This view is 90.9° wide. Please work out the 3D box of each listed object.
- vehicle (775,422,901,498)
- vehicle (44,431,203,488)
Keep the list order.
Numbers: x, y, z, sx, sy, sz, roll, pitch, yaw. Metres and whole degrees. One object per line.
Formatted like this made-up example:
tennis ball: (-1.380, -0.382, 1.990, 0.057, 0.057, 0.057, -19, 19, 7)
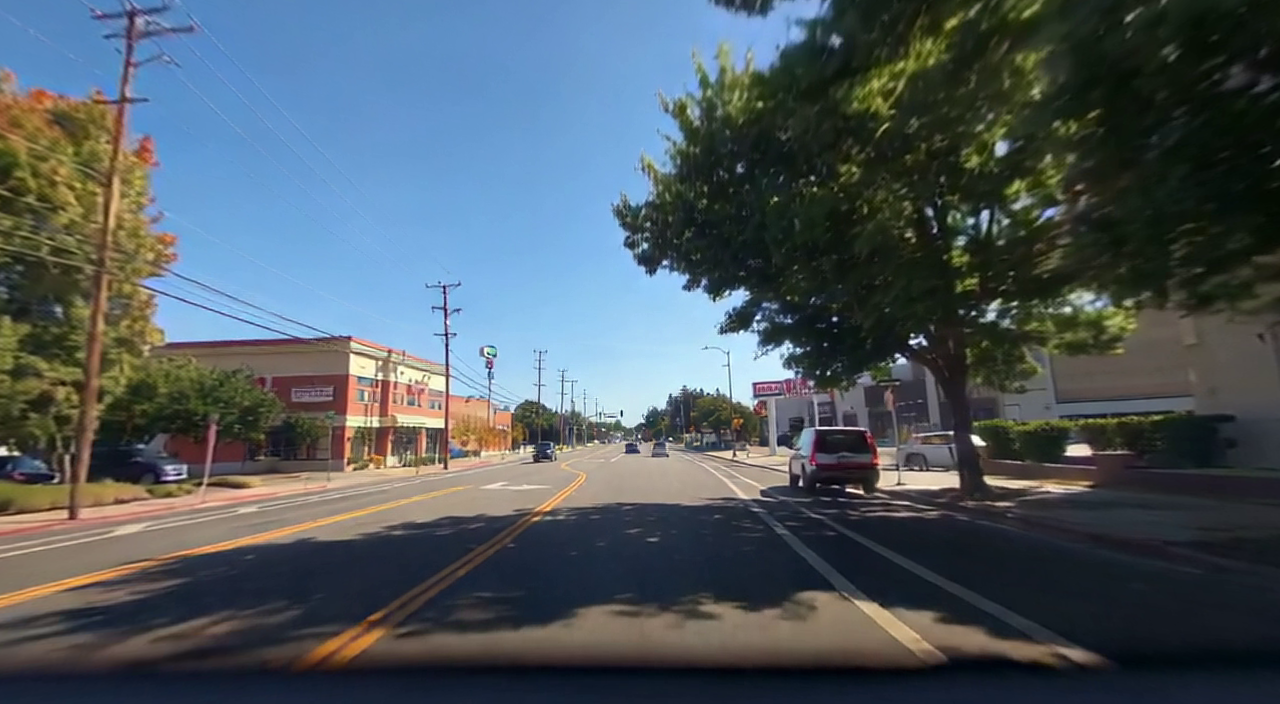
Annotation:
vehicle: (5.377, 3.013, 17.921, 2.182, 1.850, 4.705, 0, -8, 2)
vehicle: (-20.978, 4.347, 25.799, 4.632, 2.049, 1.973, -1, -7, -5)
